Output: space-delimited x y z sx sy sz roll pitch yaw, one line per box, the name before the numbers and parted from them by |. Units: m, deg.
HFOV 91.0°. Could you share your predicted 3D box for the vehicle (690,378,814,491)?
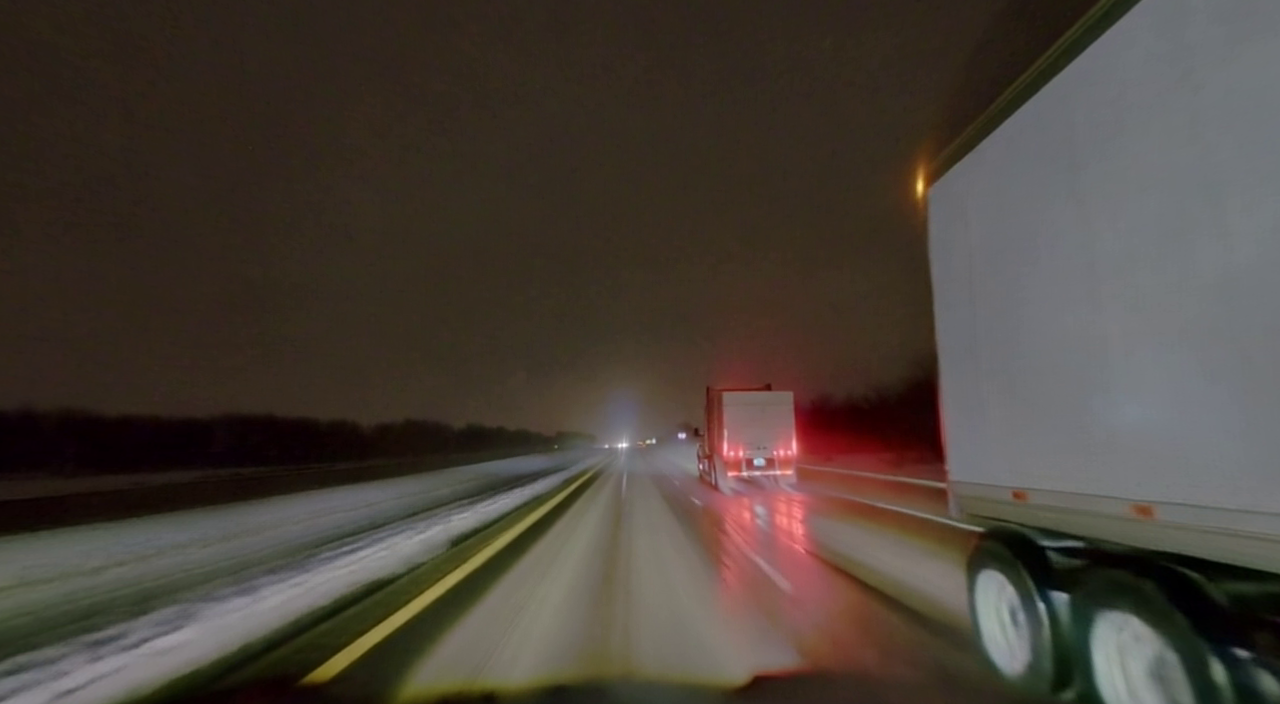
vehicle | 3.490 2.853 21.693 2.702 3.193 7.196 0 -8 -2
